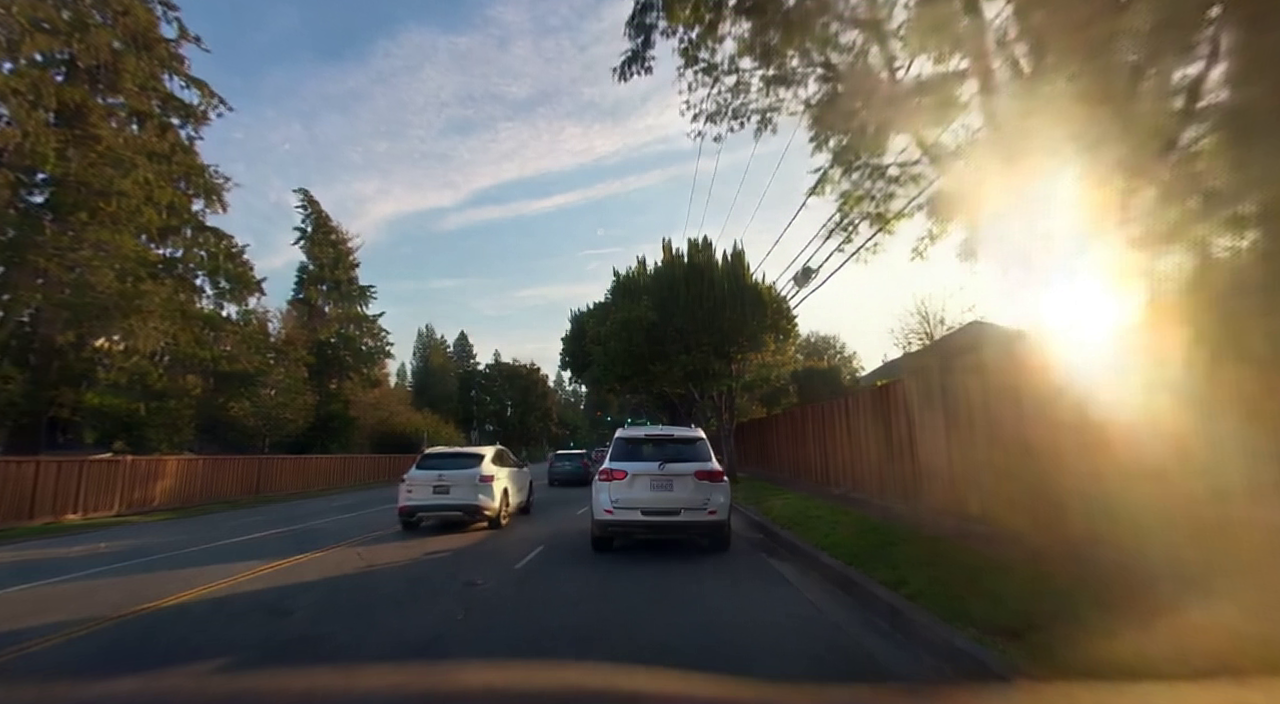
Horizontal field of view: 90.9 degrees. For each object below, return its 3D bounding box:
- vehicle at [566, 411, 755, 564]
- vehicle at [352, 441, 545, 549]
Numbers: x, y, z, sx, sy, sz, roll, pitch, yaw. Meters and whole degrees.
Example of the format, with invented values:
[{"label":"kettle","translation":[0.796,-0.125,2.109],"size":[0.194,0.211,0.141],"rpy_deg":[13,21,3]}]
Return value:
[{"label":"vehicle","translation":[0.233,1.878,9.404],"size":[2.174,1.749,4.113],"rpy_deg":[0,-9,0]},{"label":"vehicle","translation":[-2.992,2.306,10.866],"size":[1.979,1.489,4.006],"rpy_deg":[0,-9,1]}]
